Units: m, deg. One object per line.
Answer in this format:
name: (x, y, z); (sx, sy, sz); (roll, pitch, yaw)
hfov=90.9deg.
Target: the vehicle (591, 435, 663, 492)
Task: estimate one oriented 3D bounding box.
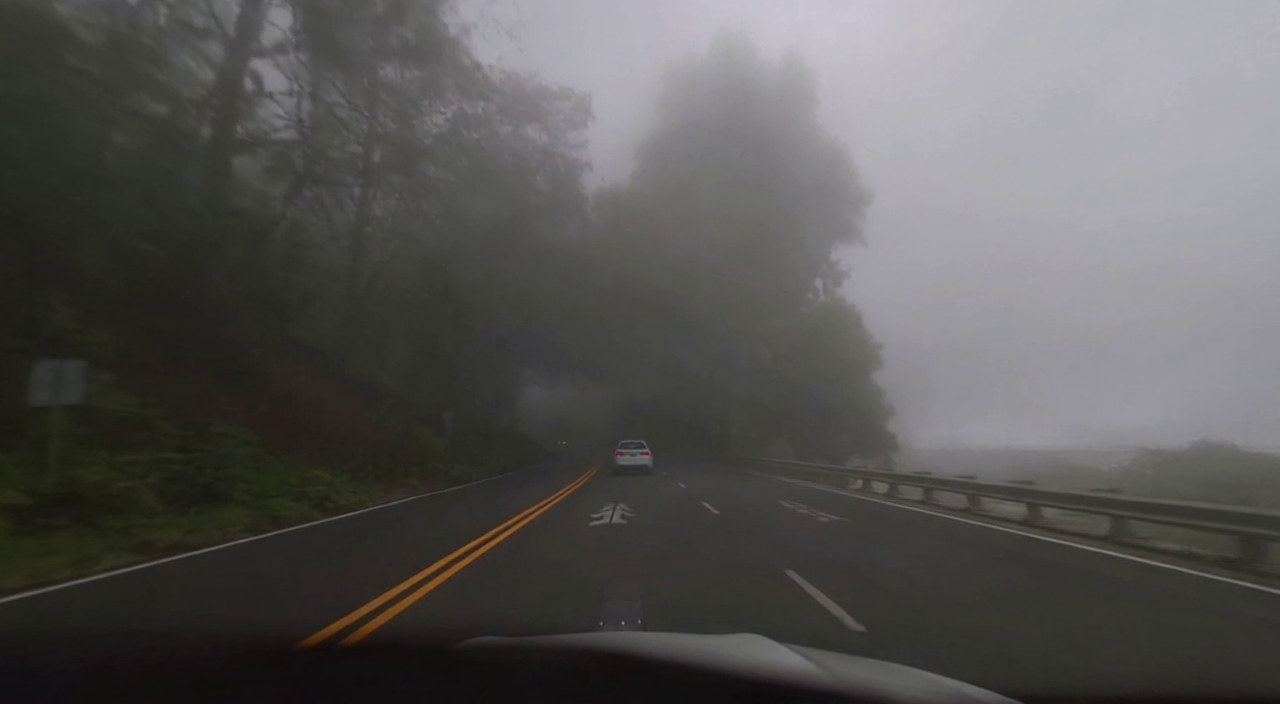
vehicle: (-0.412, 3.474, 19.877); (2.037, 1.601, 3.643); (0, -9, -1)
